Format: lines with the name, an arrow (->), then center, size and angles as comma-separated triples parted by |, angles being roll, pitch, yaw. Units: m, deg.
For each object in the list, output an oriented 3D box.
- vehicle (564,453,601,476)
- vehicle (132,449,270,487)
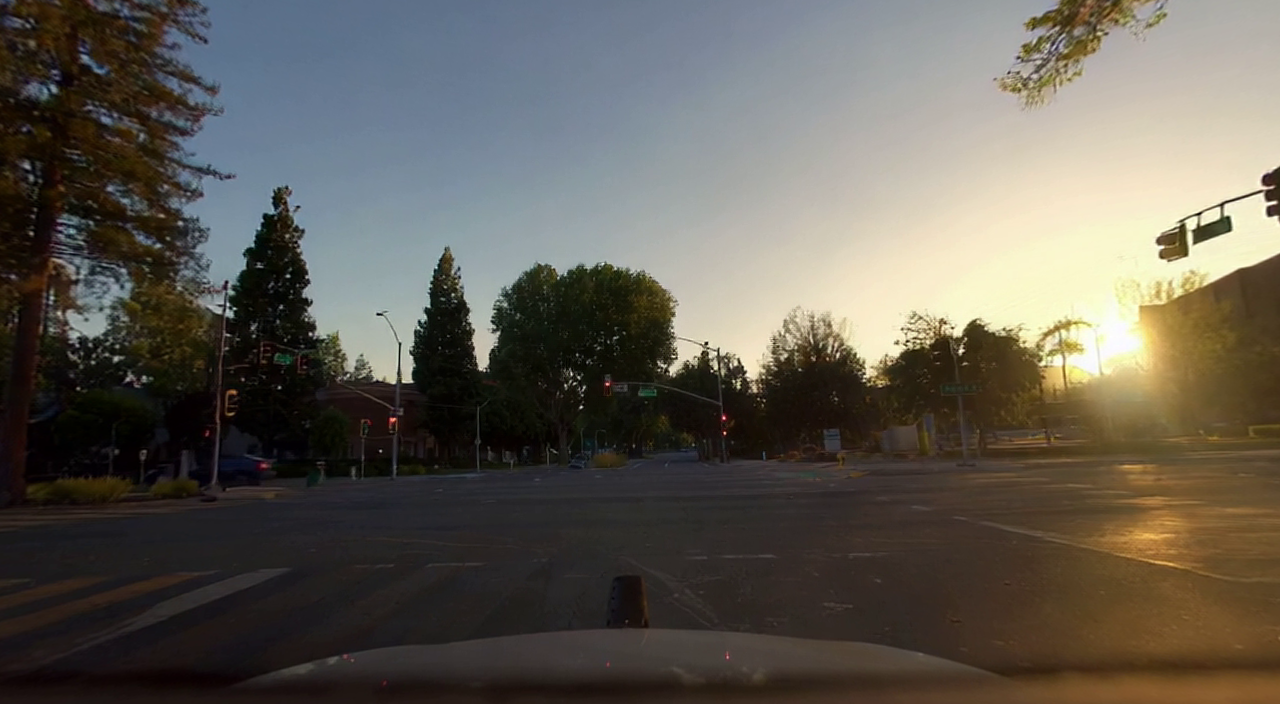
vehicle -> -4.481, 8.844, 49.831 | 2.030, 1.704, 4.205 | -1, -8, 7
vehicle -> -23.476, 6.197, 33.878 | 5.762, 1.886, 2.241 | 0, -8, 2
